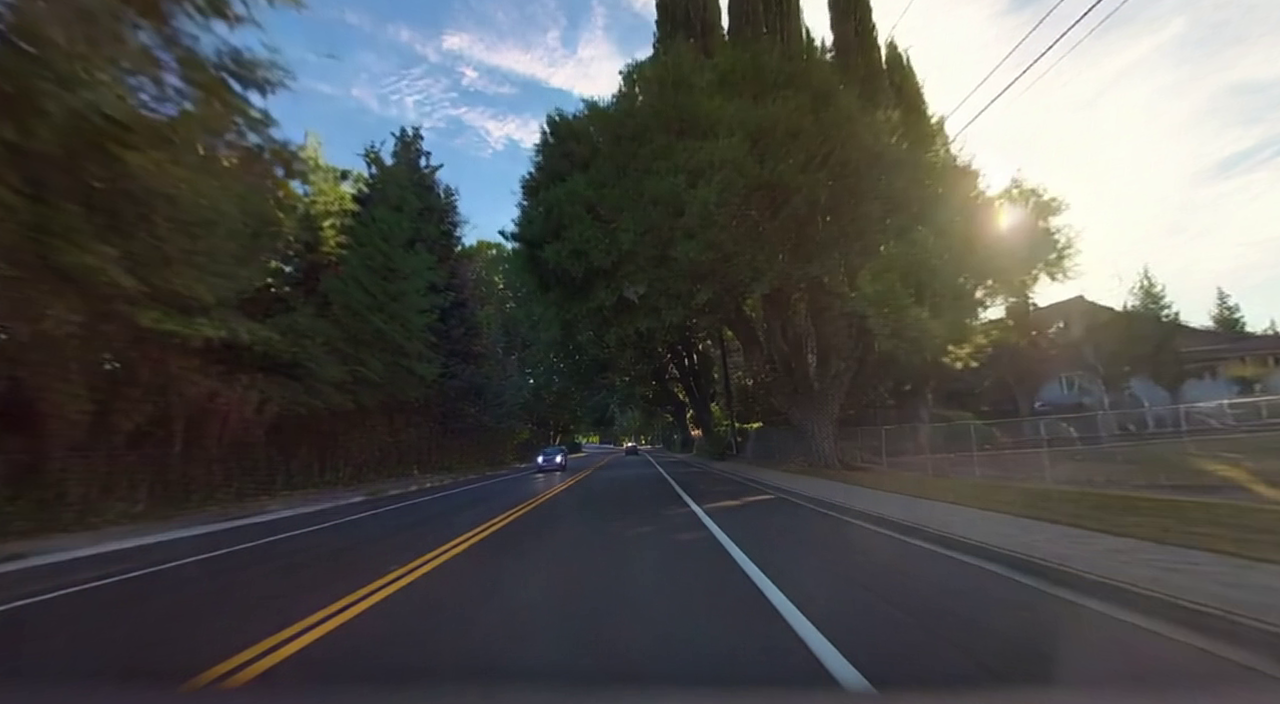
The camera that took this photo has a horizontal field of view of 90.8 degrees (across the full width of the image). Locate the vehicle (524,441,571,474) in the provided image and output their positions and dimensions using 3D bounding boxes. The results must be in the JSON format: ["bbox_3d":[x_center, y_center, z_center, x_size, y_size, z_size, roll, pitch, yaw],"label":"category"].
[{"bbox_3d":[-5.184,5.975,35.857,1.998,1.724,4.296,0,-9,0],"label":"vehicle"}]
